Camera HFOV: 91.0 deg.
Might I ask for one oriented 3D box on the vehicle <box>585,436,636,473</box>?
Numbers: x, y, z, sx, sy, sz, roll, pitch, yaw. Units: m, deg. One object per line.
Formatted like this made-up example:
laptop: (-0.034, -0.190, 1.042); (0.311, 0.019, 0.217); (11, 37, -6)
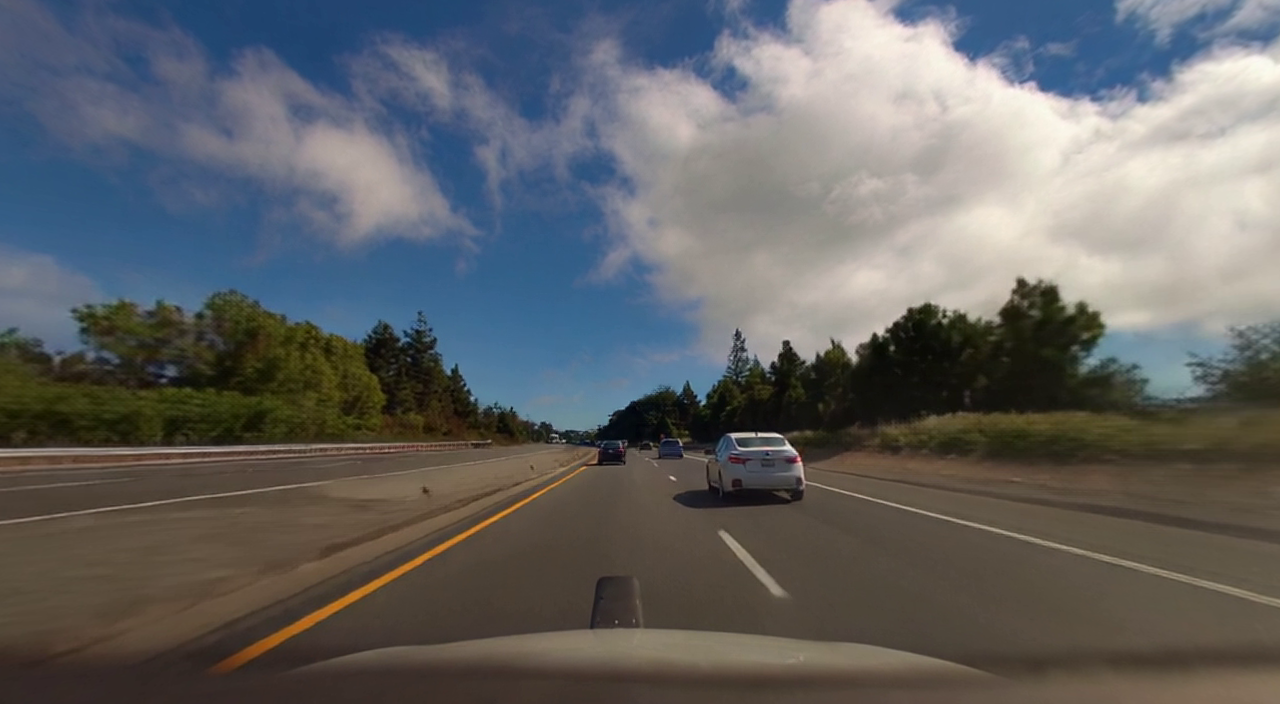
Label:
vehicle: (-1.334, 4.710, 29.205); (2.178, 1.559, 4.254); (0, -8, -2)

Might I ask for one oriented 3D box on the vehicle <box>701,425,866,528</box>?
vehicle: (2.490, 2.319, 12.435); (2.055, 1.566, 5.046); (-1, -8, 0)

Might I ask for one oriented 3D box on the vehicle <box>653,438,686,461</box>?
vehicle: (2.070, 7.052, 45.485); (2.146, 1.546, 3.796); (0, -8, -1)
